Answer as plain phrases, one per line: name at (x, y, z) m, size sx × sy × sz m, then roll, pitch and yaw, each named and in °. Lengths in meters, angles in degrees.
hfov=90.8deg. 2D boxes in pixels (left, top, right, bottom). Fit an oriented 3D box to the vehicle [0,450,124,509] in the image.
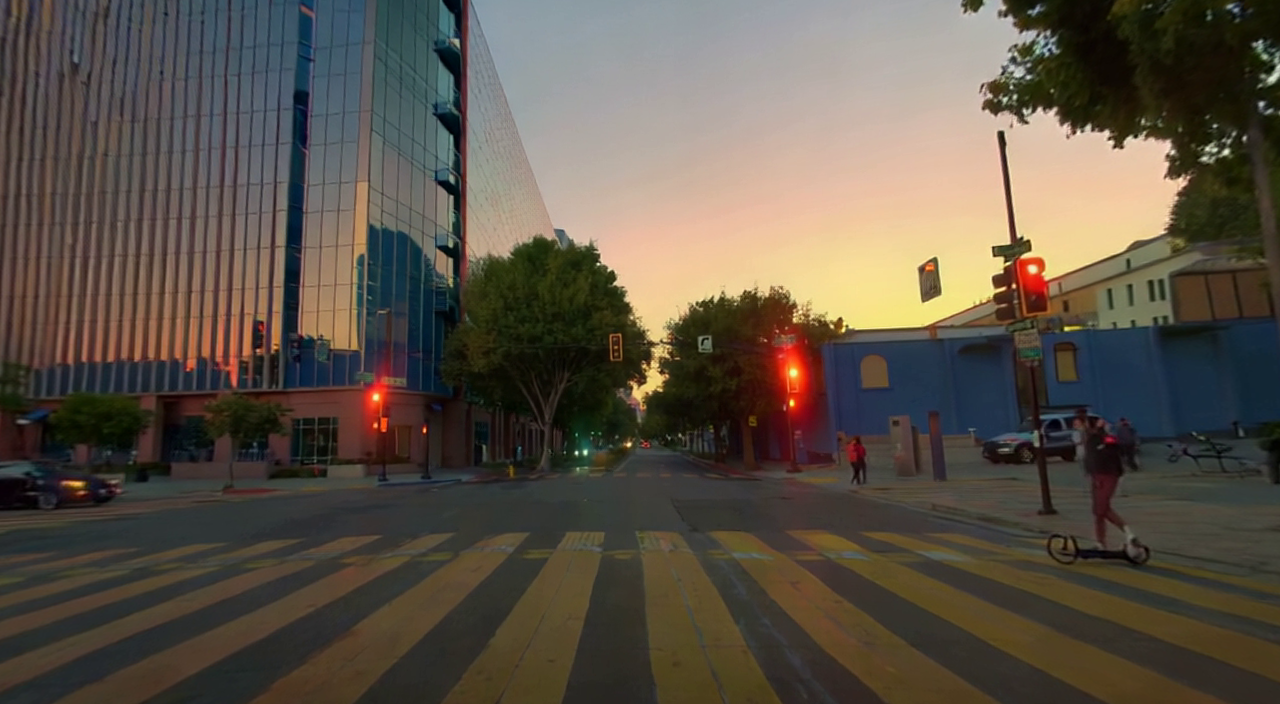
vehicle at (-18.622, 3.752, 18.794) m, size 4.641 × 1.616 × 2.051 m, roll 0°, pitch -8°, yaw -1°
